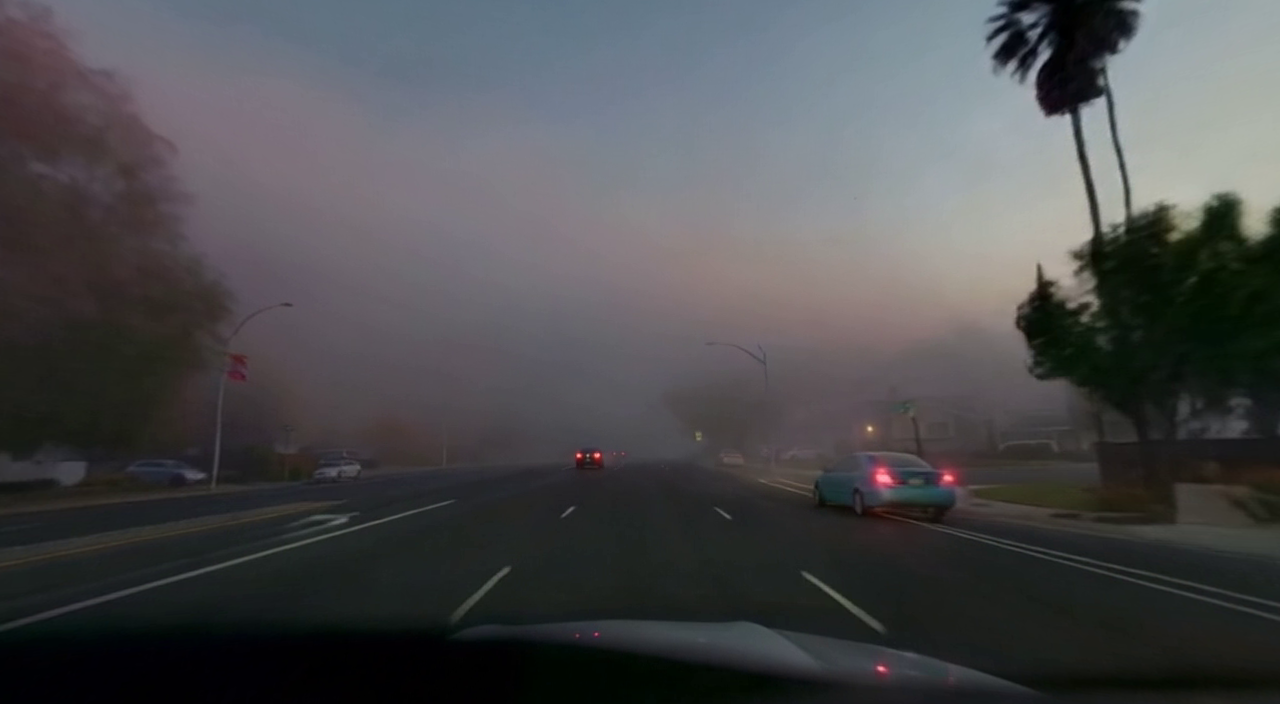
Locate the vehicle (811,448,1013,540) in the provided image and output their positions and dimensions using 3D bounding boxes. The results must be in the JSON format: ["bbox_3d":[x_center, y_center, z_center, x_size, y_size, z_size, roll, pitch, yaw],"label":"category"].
[{"bbox_3d":[4.959,2.623,12.468,2.149,1.421,4.805,-1,-9,4],"label":"vehicle"}]

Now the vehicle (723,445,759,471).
[{"bbox_3d":[7.897,8.393,49.828,2.006,1.758,4.311,4,-10,0],"label":"vehicle"}]

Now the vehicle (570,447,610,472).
[{"bbox_3d":[-3.245,7.080,41.945,2.263,1.548,4.555,0,-9,0],"label":"vehicle"}]

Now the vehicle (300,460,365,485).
[{"bbox_3d":[-21.099,8.263,43.575,2.003,1.555,4.921,-1,-10,0],"label":"vehicle"}]

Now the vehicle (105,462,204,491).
[{"bbox_3d":[-28.232,7.214,36.837,4.113,1.535,1.952,1,-8,-1],"label":"vehicle"}]
